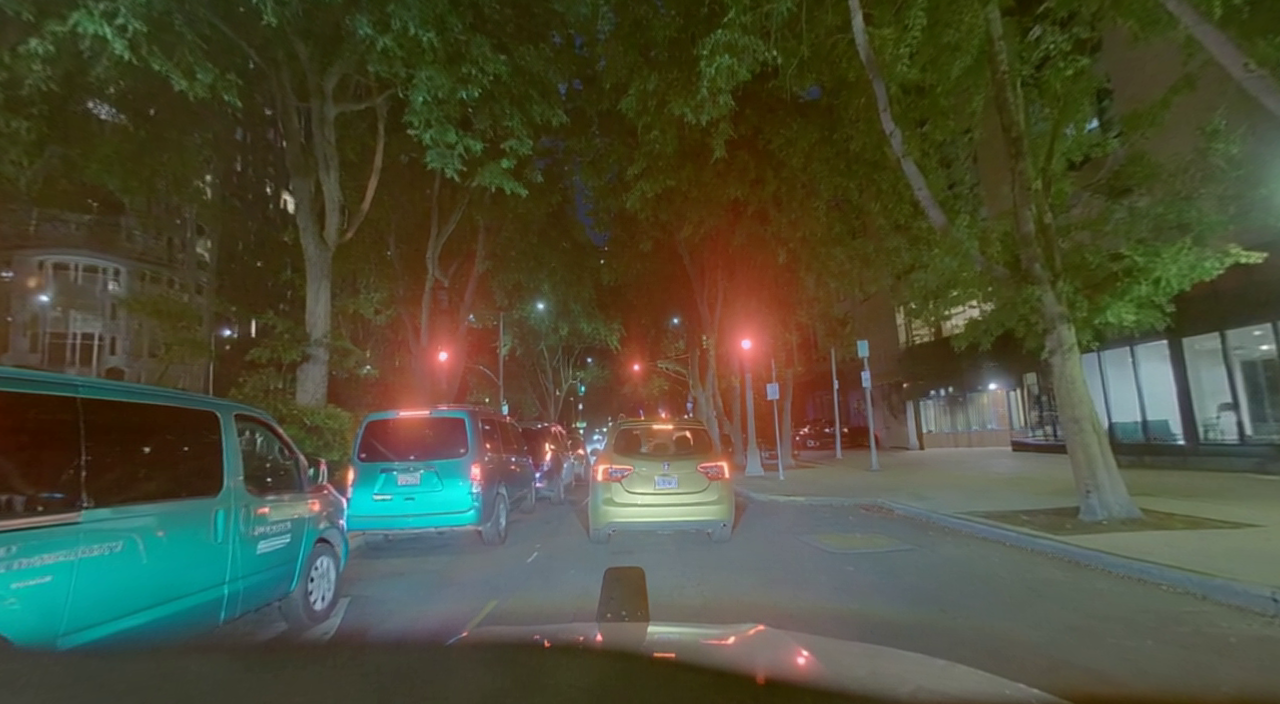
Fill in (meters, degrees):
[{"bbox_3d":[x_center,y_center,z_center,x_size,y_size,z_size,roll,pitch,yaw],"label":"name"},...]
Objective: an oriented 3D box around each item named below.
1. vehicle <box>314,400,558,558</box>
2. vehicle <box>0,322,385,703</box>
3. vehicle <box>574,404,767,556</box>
[{"bbox_3d":[-2.649,1.792,9.606,2.124,1.799,4.587,0,-8,1],"label":"vehicle"},{"bbox_3d":[-3.178,0.955,3.446,1.940,1.722,3.823,0,-8,0],"label":"vehicle"},{"bbox_3d":[0.360,1.752,9.249,2.205,1.727,3.917,0,-8,0],"label":"vehicle"}]
